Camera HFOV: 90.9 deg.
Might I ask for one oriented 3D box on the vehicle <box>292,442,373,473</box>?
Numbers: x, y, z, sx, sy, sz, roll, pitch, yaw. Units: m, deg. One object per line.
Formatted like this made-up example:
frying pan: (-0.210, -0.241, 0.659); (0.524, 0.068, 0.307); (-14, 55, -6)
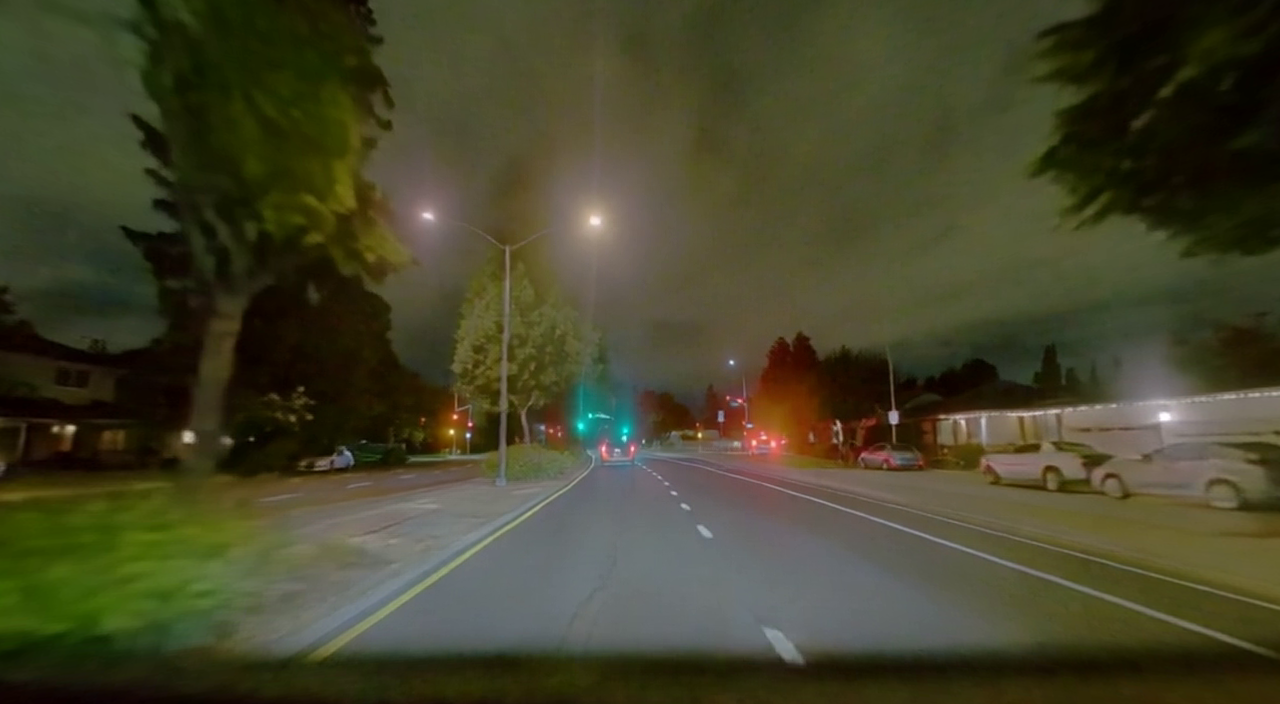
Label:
vehicle: (-15.572, 5.346, 32.236); (2.070, 1.469, 4.524); (0, -8, -3)

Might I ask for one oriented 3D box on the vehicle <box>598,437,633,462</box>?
vehicle: (-1.595, 6.148, 39.769); (2.113, 1.462, 4.203); (0, -8, -4)

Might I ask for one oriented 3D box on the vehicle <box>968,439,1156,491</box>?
vehicle: (11.533, 3.099, 17.762); (2.015, 1.231, 4.748); (0, -8, -1)

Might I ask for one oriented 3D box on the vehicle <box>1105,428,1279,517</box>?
vehicle: (11.812, 2.294, 12.386); (1.791, 1.503, 4.560); (0, -8, -1)

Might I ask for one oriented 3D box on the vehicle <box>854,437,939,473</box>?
vehicle: (11.466, 4.618, 28.542); (1.839, 1.445, 4.484); (0, -8, -2)
